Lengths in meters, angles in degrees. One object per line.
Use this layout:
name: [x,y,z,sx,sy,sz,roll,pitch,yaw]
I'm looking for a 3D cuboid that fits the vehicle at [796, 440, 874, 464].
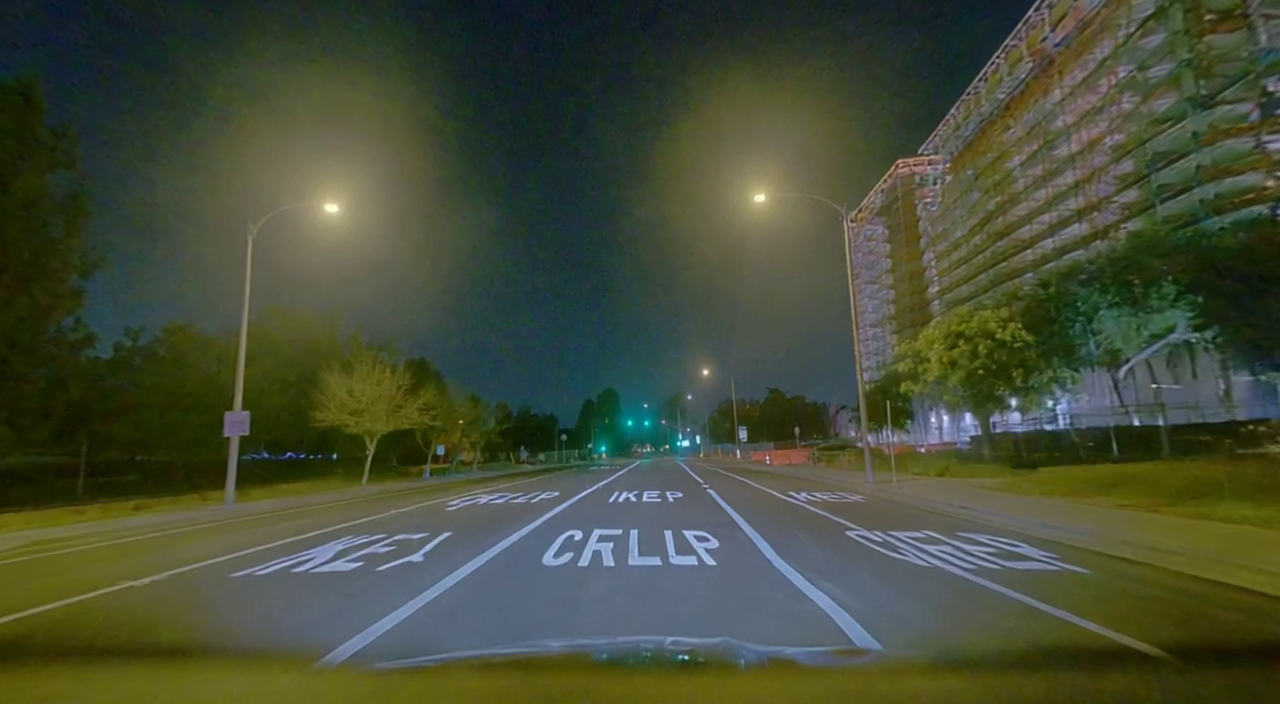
vehicle: [11.952,6.171,38.958,4.251,1.418,1.896,-1,-9,3]
